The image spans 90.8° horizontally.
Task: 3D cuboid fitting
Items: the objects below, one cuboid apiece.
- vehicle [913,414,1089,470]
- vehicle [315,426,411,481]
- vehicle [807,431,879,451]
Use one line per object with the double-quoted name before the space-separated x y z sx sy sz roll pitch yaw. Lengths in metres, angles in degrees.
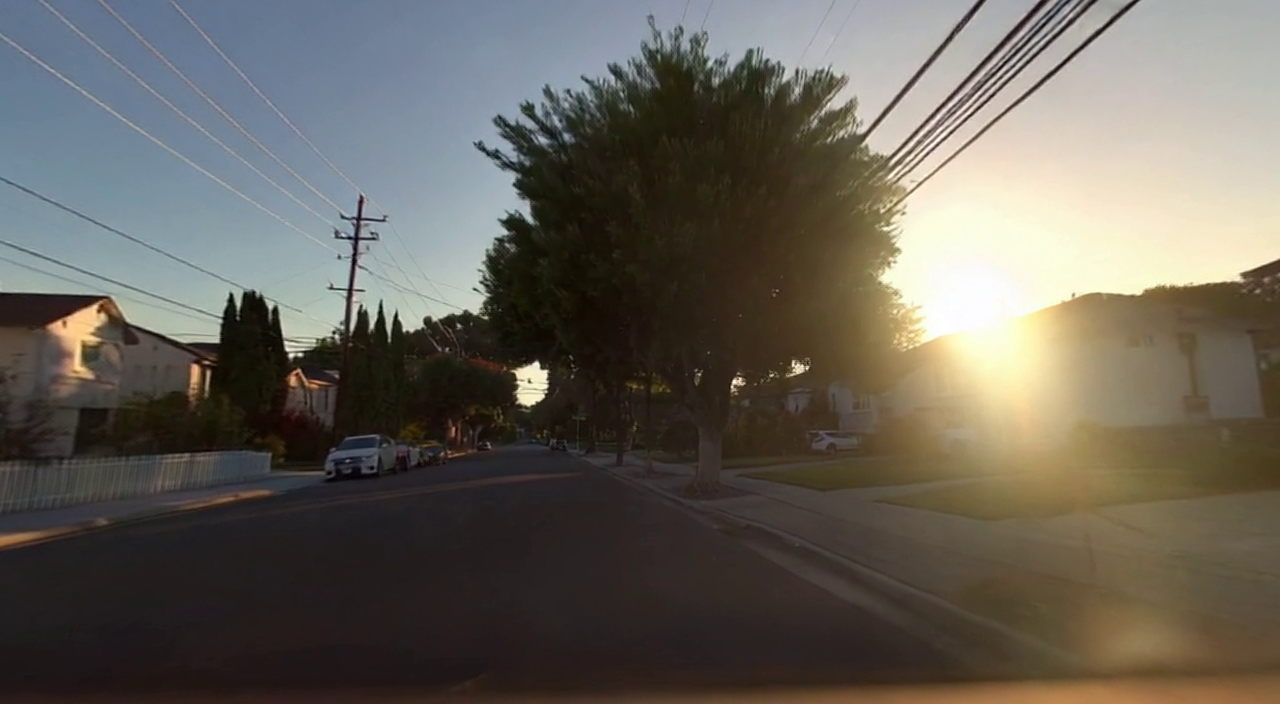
"vehicle" 11.967 3.028 21.106 4.842 1.728 1.875 1 -9 -7
"vehicle" -11.242 4.182 26.156 2.240 1.940 5.429 -1 -8 -8
"vehicle" 11.551 5.096 36.095 3.606 1.094 1.420 2 -8 -7
